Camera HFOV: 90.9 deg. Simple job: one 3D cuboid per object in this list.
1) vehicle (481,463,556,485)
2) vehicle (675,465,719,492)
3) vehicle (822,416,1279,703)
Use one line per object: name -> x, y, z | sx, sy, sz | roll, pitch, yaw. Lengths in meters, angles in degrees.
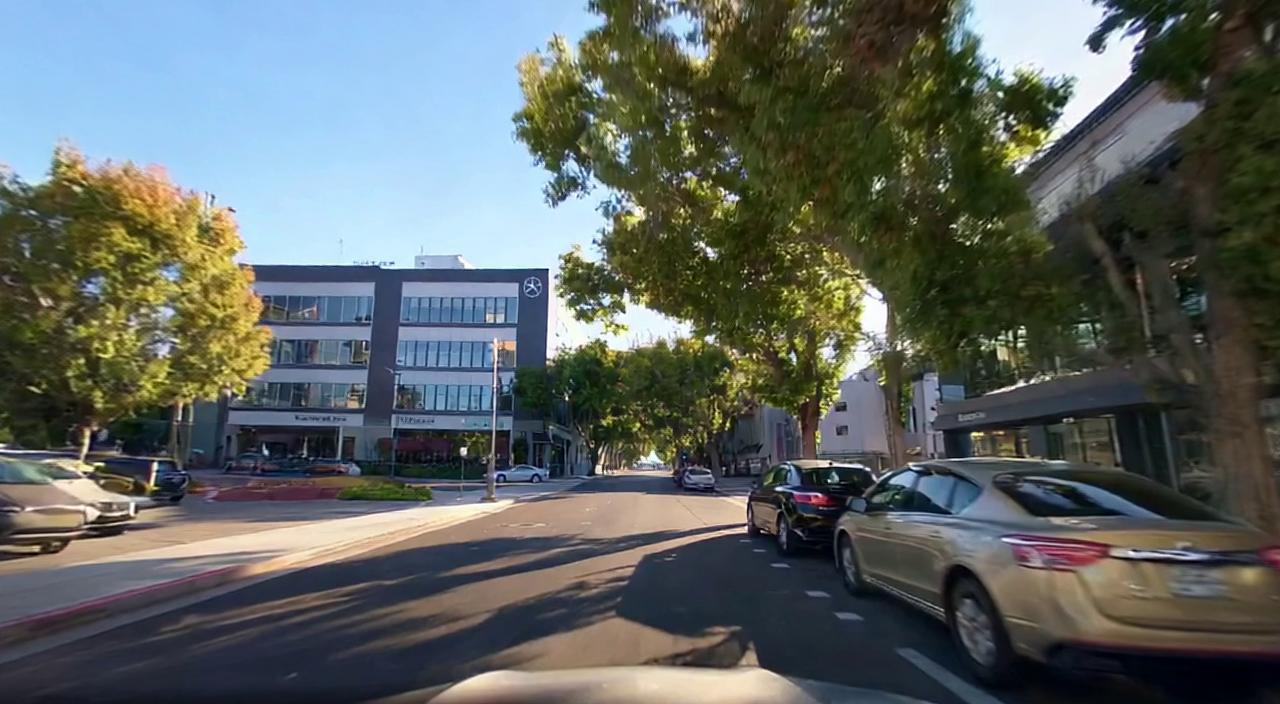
vehicle -> -8.484, 8.539, 44.162 | 4.770, 1.448, 1.983 | 9, -13, -37
vehicle -> 3.214, 7.203, 36.050 | 2.073, 1.434, 3.899 | 1, -11, -1
vehicle -> 3.004, 1.453, 4.935 | 1.957, 1.565, 3.657 | 1, -11, -2
